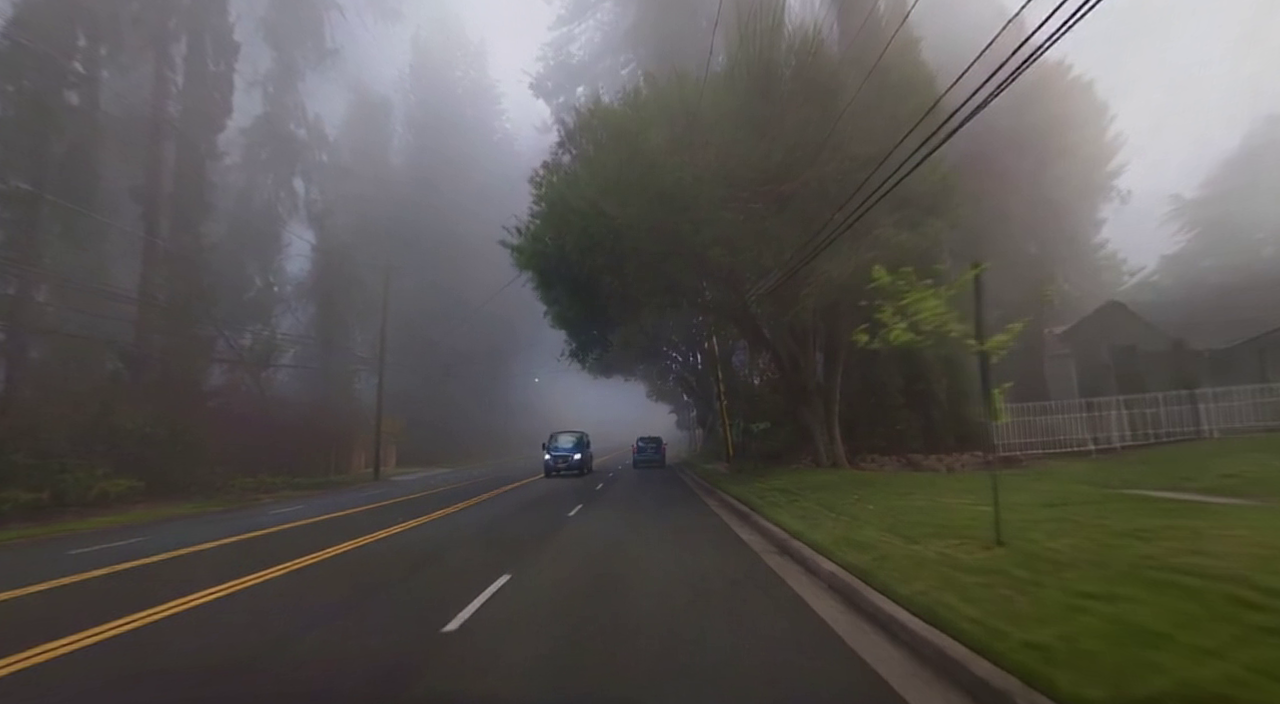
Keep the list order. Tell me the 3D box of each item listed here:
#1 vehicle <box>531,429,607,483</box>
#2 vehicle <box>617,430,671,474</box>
[{"bbox_3d":[-2.446,3.753,22.958,2.157,1.765,4.303,-1,-9,2],"label":"vehicle"},{"bbox_3d":[0.154,4.216,26.750,2.120,1.718,3.909,0,-9,0],"label":"vehicle"}]
